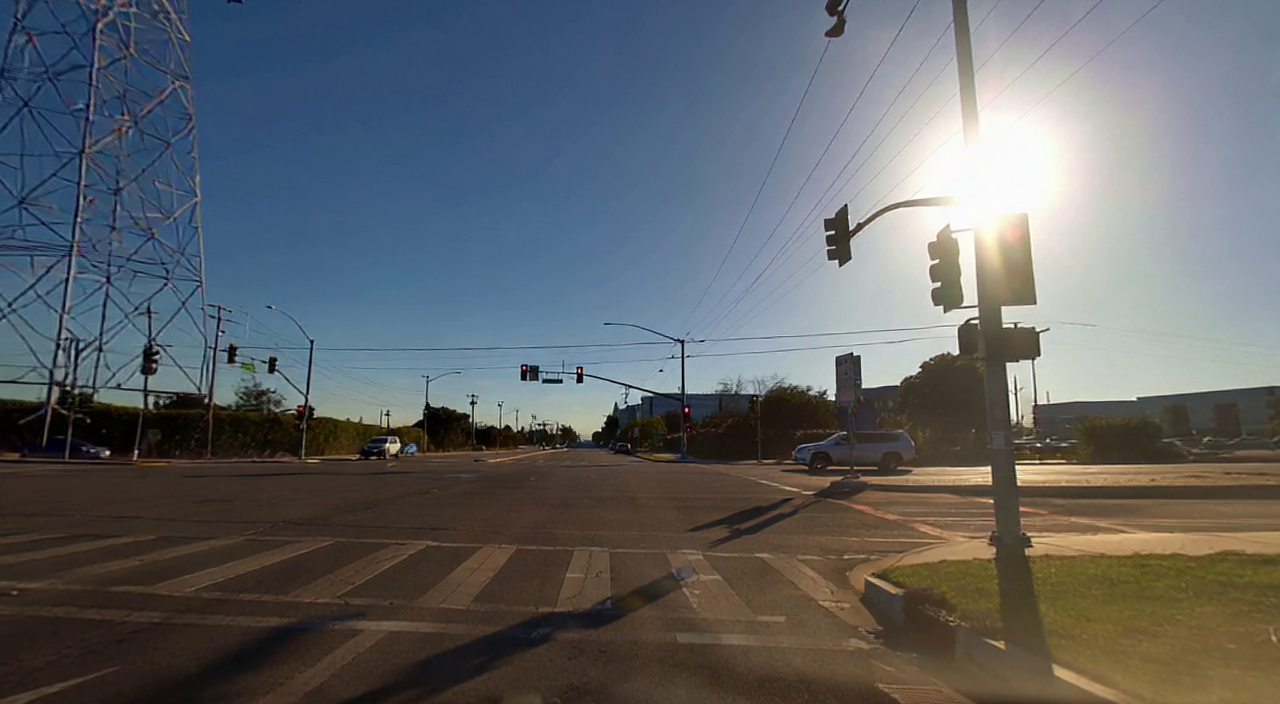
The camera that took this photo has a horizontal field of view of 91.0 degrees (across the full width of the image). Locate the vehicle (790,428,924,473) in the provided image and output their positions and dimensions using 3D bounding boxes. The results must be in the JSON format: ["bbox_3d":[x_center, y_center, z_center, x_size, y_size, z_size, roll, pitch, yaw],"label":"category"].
[{"bbox_3d":[8.695,4.015,25.726,4.884,1.714,2.021,-2,-9,12],"label":"vehicle"}]
